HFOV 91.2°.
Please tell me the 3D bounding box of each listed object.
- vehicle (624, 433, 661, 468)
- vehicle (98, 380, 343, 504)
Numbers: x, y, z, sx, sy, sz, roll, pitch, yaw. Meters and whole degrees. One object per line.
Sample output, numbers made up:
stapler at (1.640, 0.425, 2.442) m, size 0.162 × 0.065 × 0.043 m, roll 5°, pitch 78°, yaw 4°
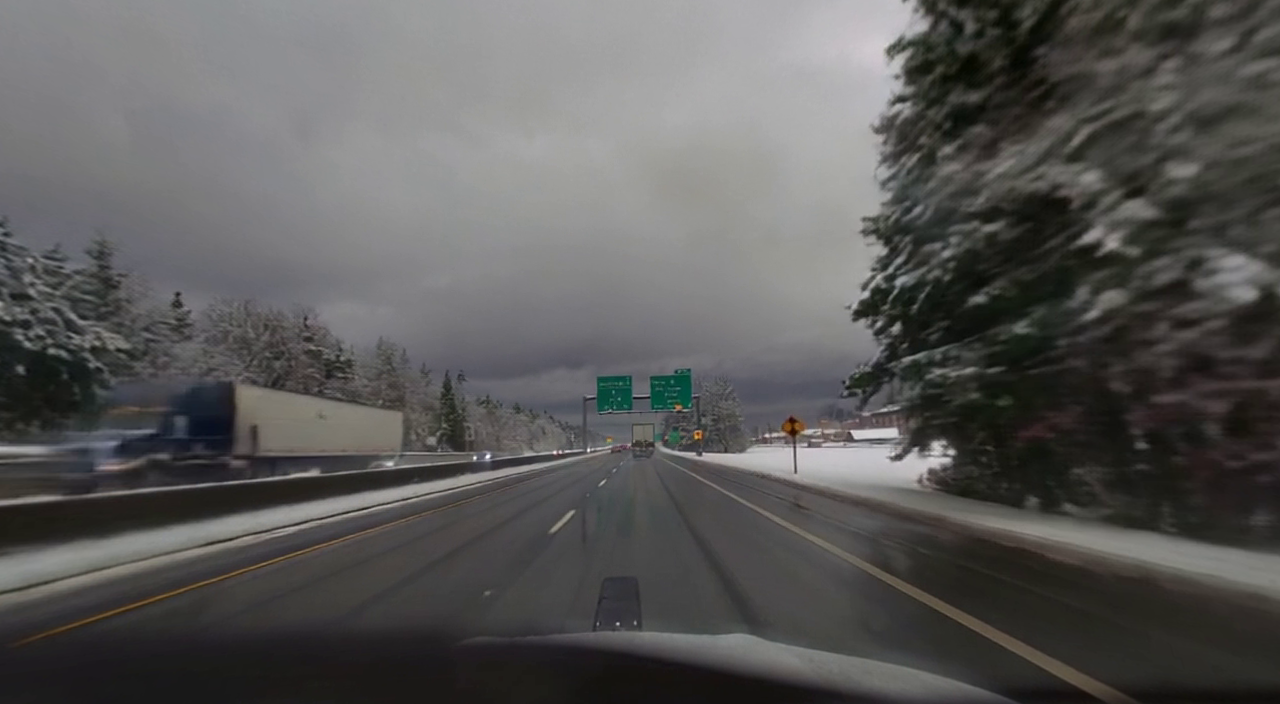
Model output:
vehicle at (0.205, 6.501, 41.294) m, size 2.268 × 2.122 × 4.595 m, roll -1°, pitch -9°, yaw 1°
vehicle at (-16.160, 3.710, 25.663) m, size 3.002 × 4.004 × 10.140 m, roll 0°, pitch -9°, yaw 0°
